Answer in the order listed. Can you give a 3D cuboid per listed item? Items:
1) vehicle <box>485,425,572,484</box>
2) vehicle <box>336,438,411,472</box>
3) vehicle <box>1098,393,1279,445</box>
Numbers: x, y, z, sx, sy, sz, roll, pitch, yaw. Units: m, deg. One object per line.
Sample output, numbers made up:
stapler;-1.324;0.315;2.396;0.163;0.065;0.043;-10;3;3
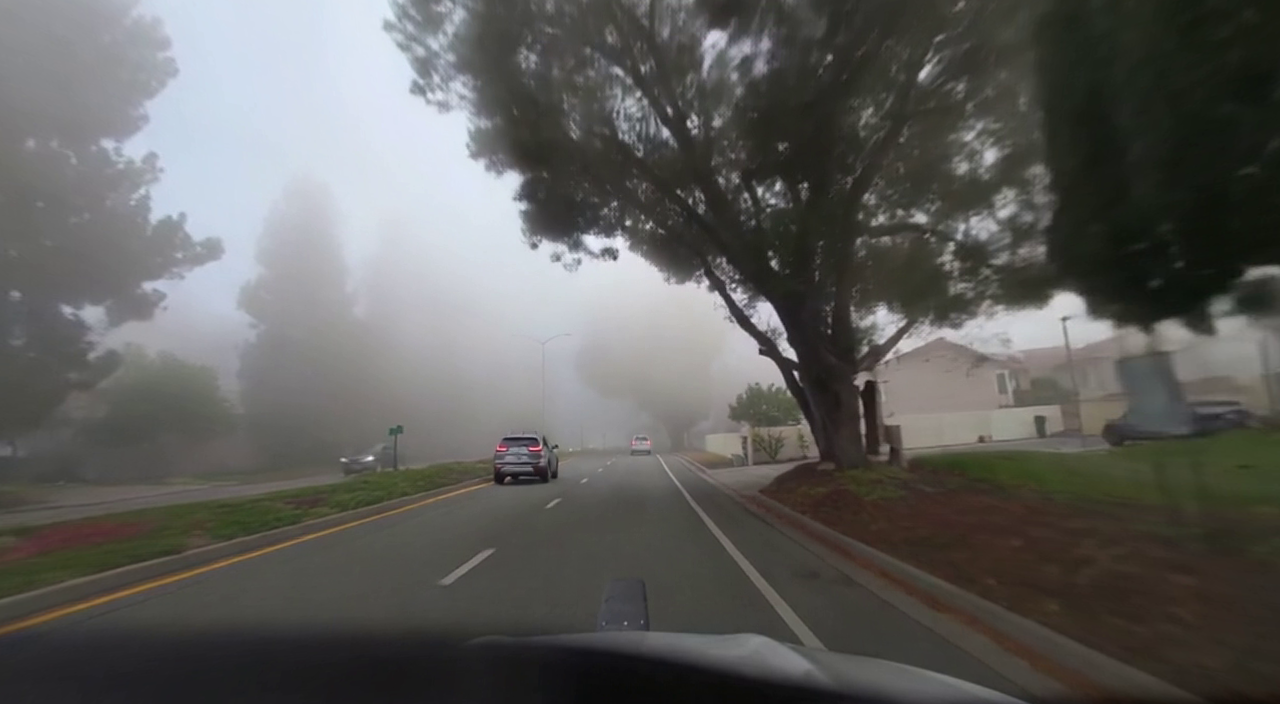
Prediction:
vehicle;-3.633;3.440;21.386;2.073;1.770;4.302;0;-8;1
vehicle;-15.312;5.945;36.600;2.008;1.801;5.285;0;-8;0
vehicle;17.745;2.293;20.778;1.939;1.477;5.129;-1;-8;7
